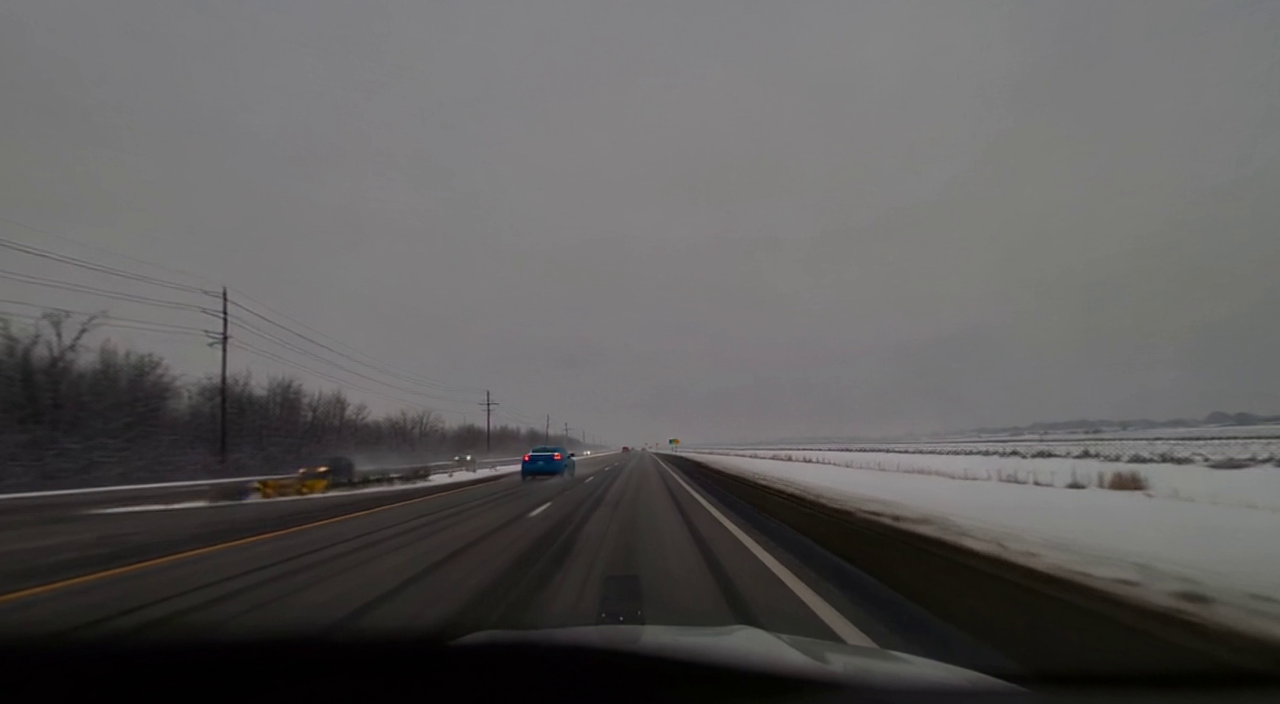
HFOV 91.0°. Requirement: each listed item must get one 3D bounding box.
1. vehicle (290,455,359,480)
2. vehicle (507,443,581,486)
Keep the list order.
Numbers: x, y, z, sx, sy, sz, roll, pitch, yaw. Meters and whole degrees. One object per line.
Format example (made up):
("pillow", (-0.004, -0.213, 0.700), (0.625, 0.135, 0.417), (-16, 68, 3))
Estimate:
("vehicle", (-21.039, 7.707, 42.266), (1.942, 1.507, 4.968), (0, -9, 1))
("vehicle", (-3.647, 4.363, 24.747), (2.106, 1.543, 4.465), (0, -9, 1))
